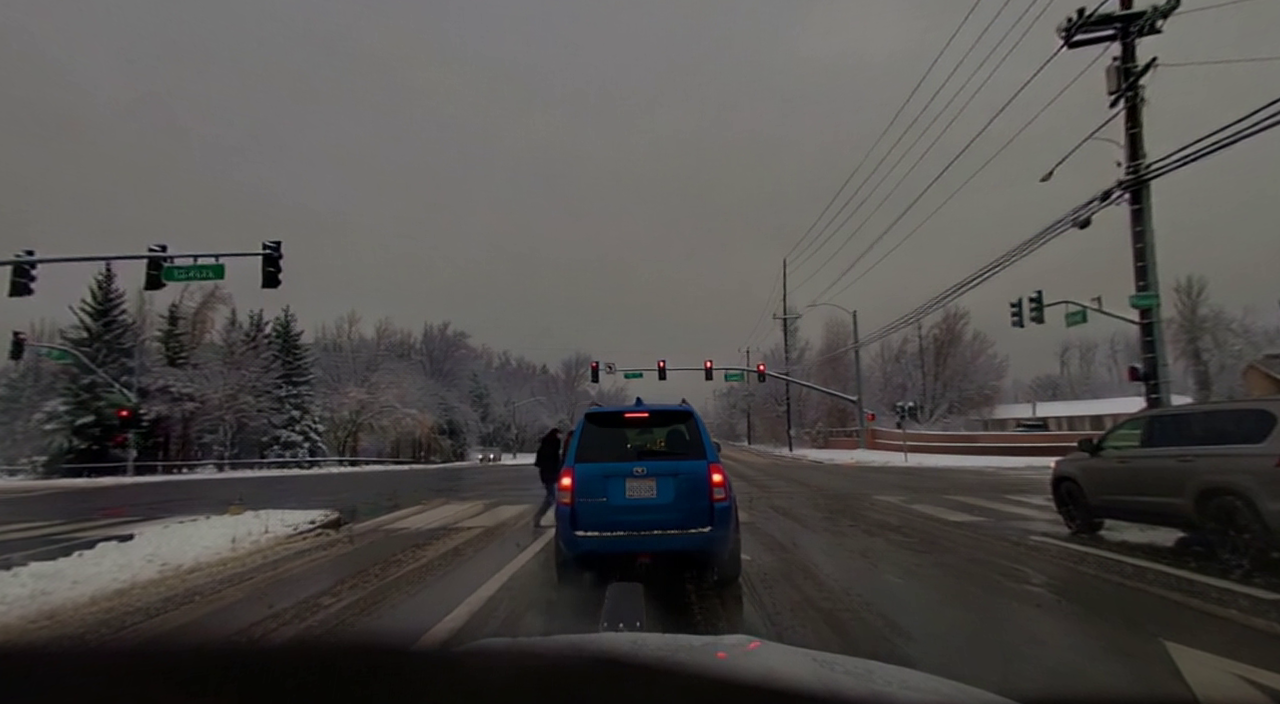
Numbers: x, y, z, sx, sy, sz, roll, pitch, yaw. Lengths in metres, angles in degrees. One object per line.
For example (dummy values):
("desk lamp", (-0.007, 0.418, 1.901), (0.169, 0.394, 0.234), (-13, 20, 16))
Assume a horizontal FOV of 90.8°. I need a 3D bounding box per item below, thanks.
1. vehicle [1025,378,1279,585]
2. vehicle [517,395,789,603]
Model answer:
("vehicle", (6.800, 1.354, 6.982), (2.119, 1.827, 4.806), (-1, -9, 1))
("vehicle", (0.118, 1.559, 7.523), (2.285, 1.729, 4.252), (0, -9, 0))
